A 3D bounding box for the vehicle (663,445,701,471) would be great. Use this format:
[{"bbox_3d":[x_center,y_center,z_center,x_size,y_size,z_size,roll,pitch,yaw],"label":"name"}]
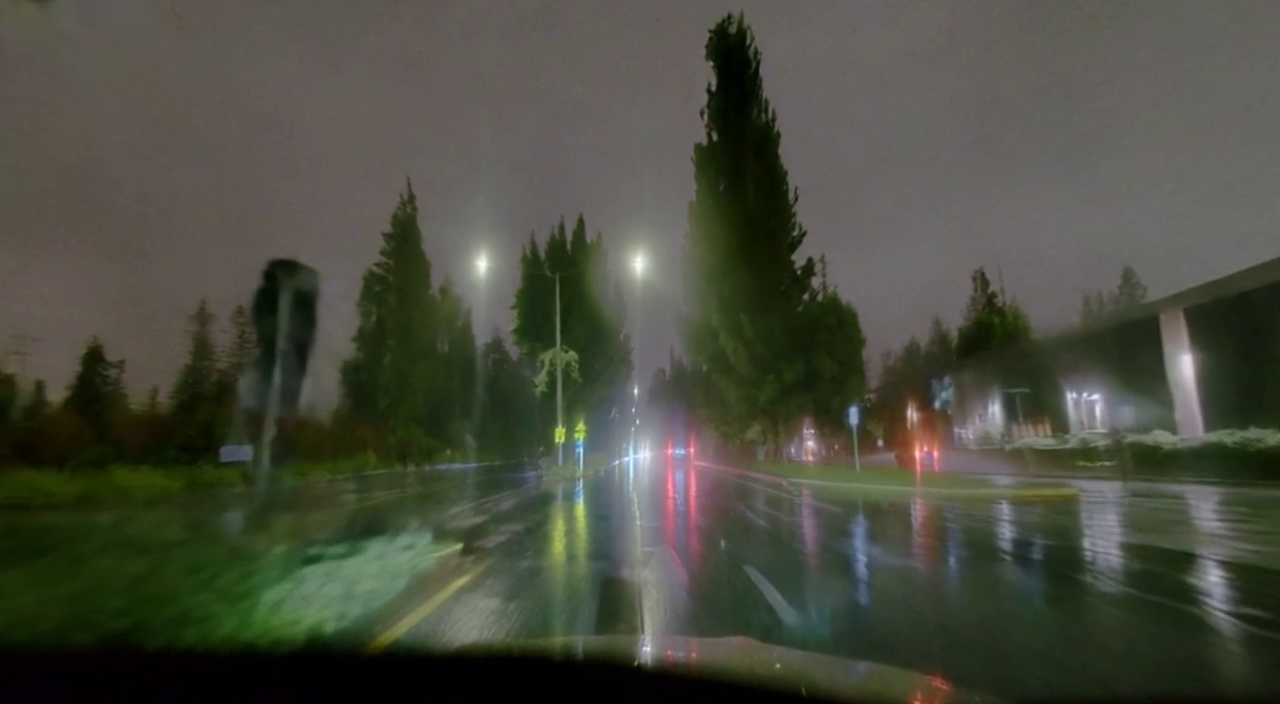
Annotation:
[{"bbox_3d":[2.582,6.717,40.044,2.044,1.537,4.528,0,-8,-1],"label":"vehicle"}]
